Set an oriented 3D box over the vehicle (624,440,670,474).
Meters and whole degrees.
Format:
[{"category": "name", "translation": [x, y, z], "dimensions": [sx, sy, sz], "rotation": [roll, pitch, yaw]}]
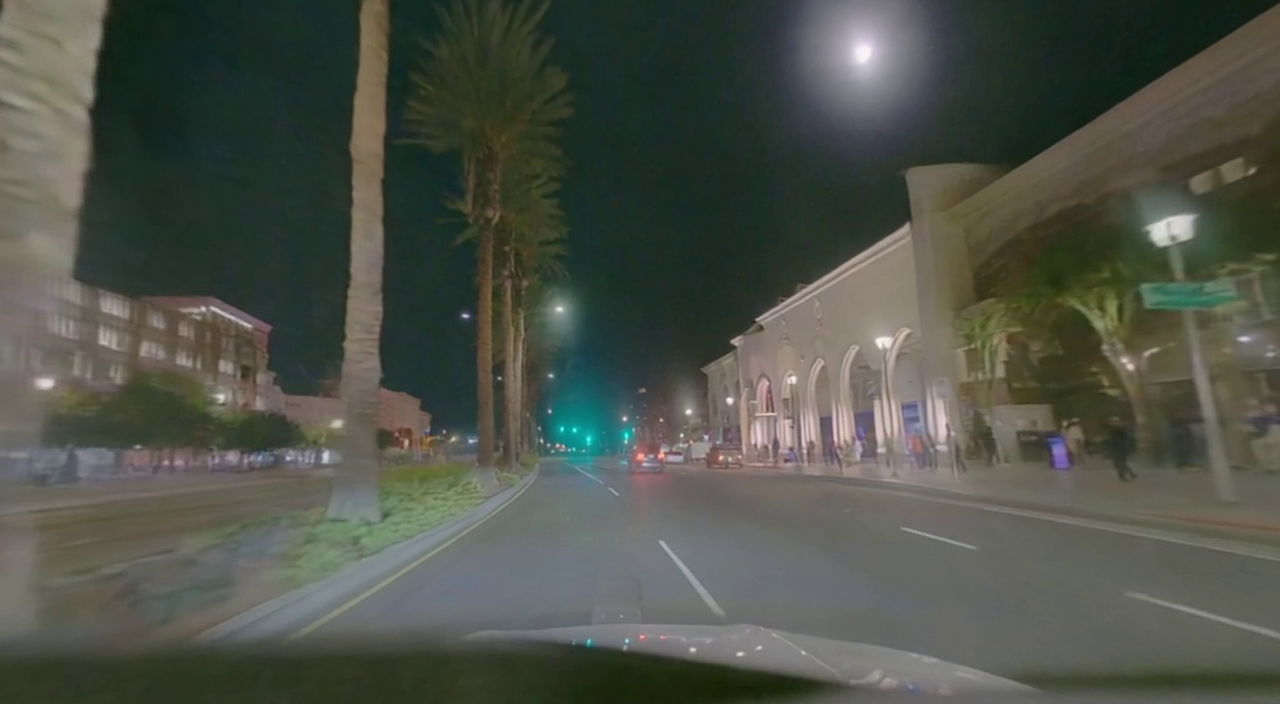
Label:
[{"category": "vehicle", "translation": [0.341, 6.801, 41.057], "dimensions": [2.284, 2.010, 6.670], "rotation": [1, -9, -6]}]
